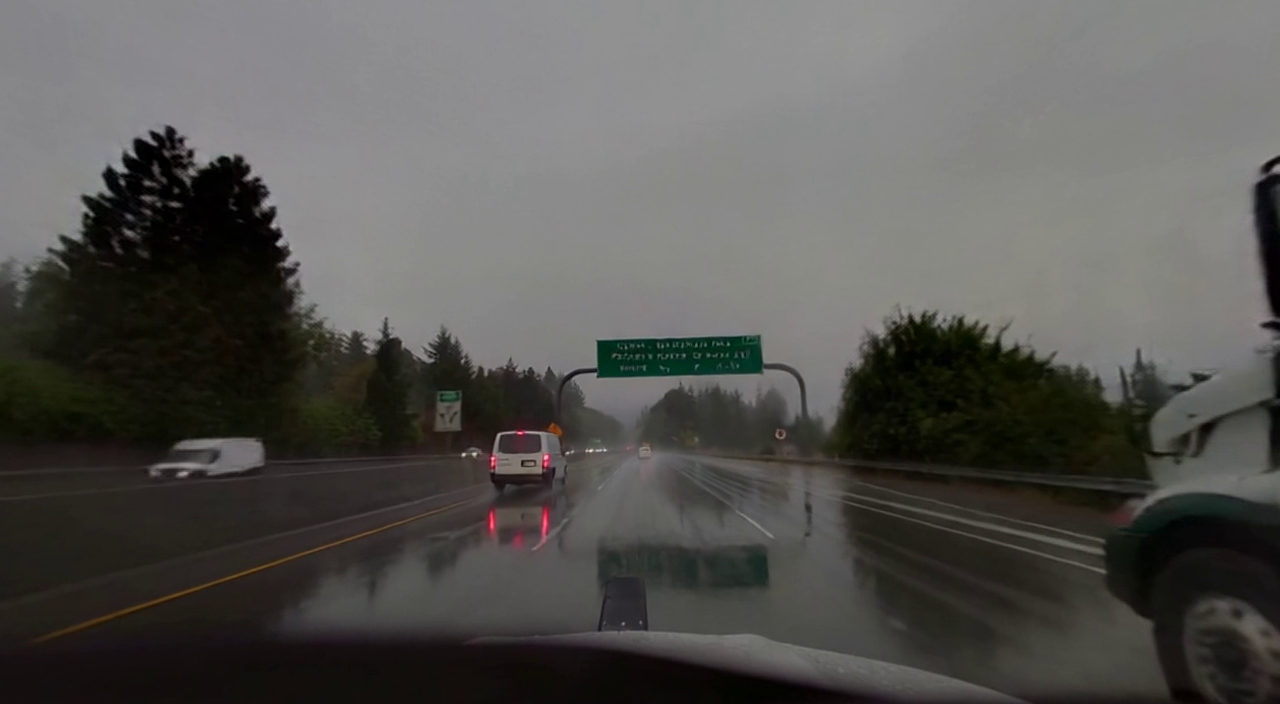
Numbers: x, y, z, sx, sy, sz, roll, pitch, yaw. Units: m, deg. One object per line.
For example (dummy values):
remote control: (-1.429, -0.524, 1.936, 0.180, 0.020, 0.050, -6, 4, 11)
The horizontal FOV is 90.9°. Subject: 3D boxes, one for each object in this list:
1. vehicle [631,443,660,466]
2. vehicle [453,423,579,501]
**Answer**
vehicle: (0.380, 7.775, 47.944, 2.067, 1.690, 3.901, 0, -9, 0)
vehicle: (-3.377, 3.196, 18.686, 2.572, 1.927, 5.803, 0, -9, 0)
